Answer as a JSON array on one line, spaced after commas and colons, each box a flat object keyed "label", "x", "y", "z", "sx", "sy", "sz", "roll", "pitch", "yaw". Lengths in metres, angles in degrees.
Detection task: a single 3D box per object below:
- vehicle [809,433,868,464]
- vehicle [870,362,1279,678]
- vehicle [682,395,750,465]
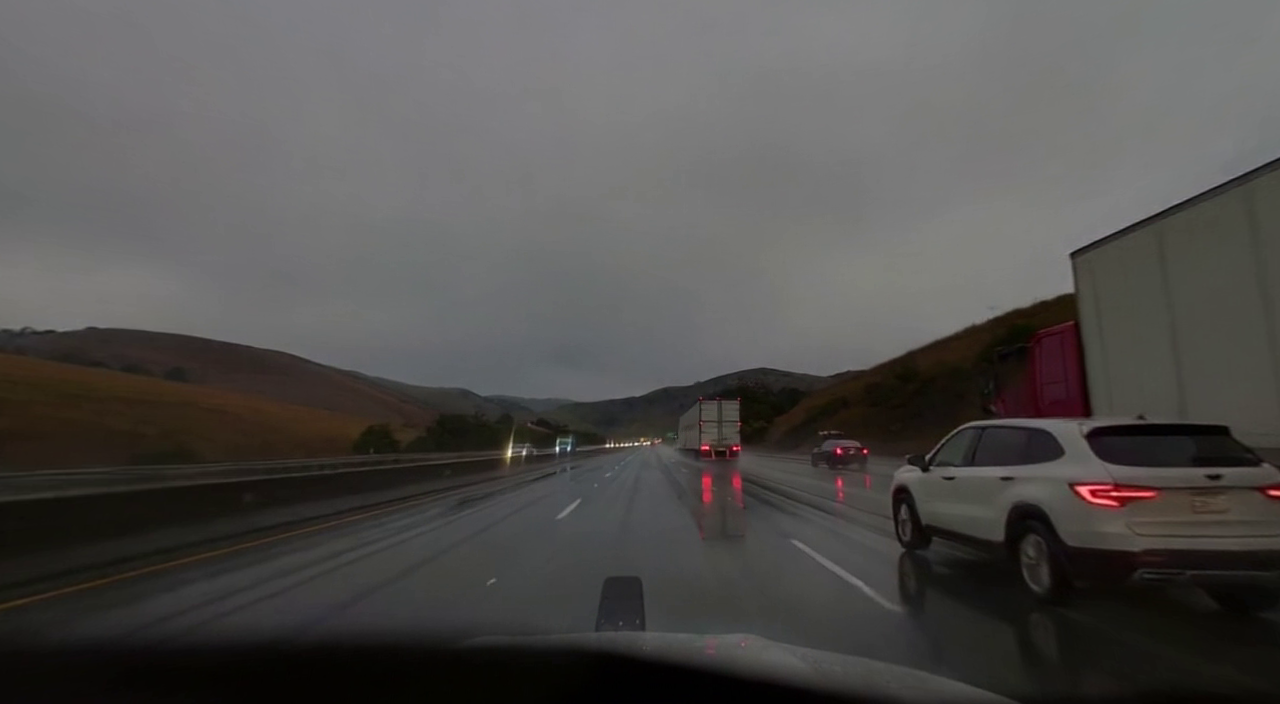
[{"label": "vehicle", "x": 11.978, "y": 5.866, "z": 38.410, "sx": 2.046, "sy": 1.741, "sz": 4.769, "roll": 0, "pitch": -9, "yaw": 0}, {"label": "vehicle", "x": 3.908, "y": 1.237, "z": 5.656, "sx": 2.055, "sy": 1.737, "sz": 4.224, "roll": 0, "pitch": -9, "yaw": 0}, {"label": "vehicle", "x": 4.622, "y": 5.196, "z": 40.882, "sx": 3.049, "sy": 3.968, "sz": 10.706, "roll": 0, "pitch": -9, "yaw": 0}]
